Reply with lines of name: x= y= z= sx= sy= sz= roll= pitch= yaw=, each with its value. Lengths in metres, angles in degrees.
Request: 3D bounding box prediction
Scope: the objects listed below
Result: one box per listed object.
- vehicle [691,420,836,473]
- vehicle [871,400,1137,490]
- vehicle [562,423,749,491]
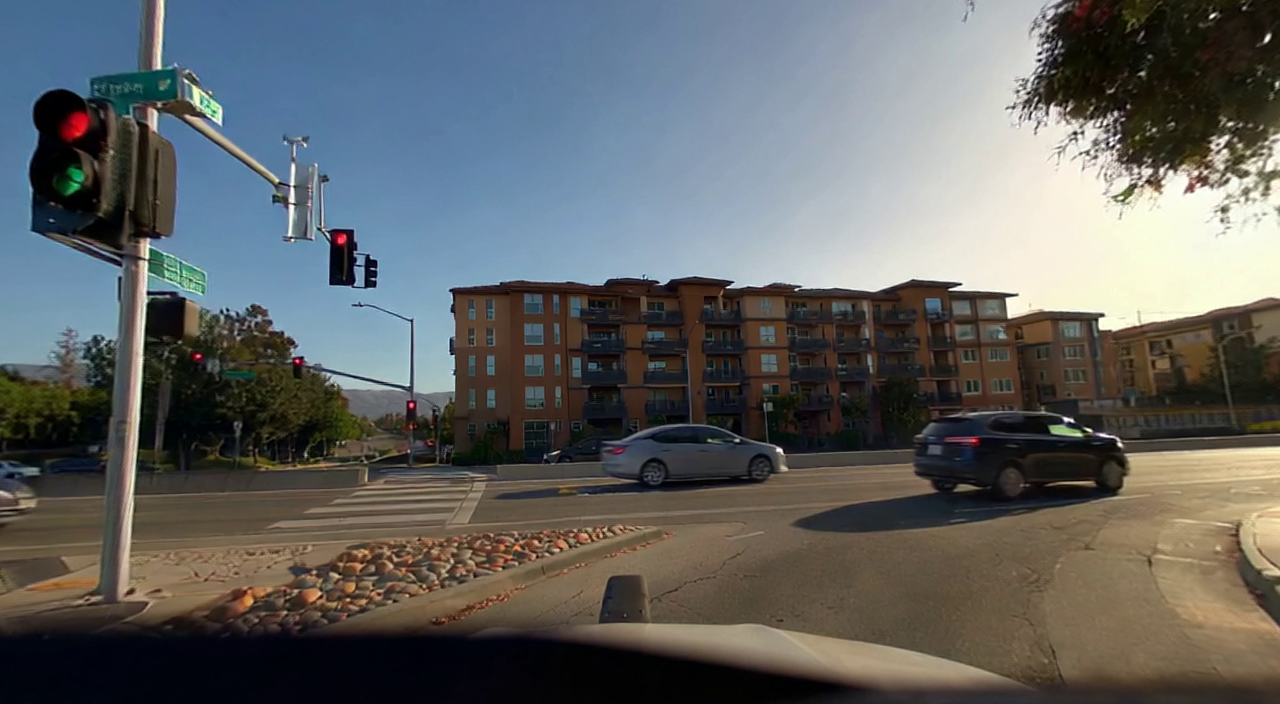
vehicle: x=4.208 y=3.256 z=21.746 sx=4.503 sy=1.689 sz=1.879 roll=2 pitch=-9 yaw=-16
vehicle: x=8.798 y=2.249 z=15.400 sx=5.554 sy=1.911 sz=2.225 roll=2 pitch=-9 yaw=-15
vehicle: x=0.377 y=2.826 z=17.242 sx=4.719 sy=1.671 sz=1.985 roll=2 pitch=-9 yaw=-16
